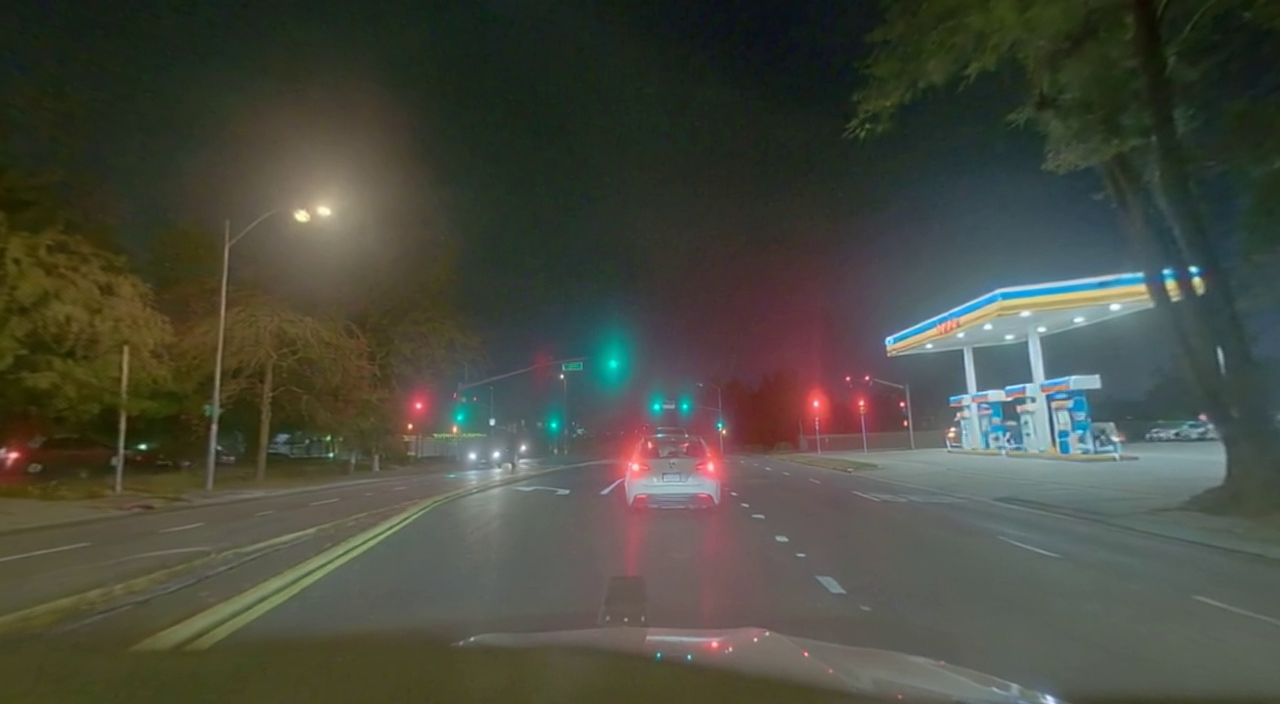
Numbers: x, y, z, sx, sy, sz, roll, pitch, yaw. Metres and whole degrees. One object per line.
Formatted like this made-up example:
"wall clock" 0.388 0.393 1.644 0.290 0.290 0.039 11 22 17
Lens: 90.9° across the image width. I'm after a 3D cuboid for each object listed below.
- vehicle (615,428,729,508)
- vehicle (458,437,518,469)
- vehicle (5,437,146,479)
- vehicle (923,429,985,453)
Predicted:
"vehicle" 0.682 2.473 13.854 2.112 1.482 4.057 0 -8 2
"vehicle" -8.327 5.583 35.018 2.108 1.671 4.535 0 -8 1
"vehicle" -26.853 5.043 30.244 1.946 1.816 4.792 -1 -8 7
"vehicle" 20.511 5.800 41.120 4.091 1.495 2.053 7 -11 -39
